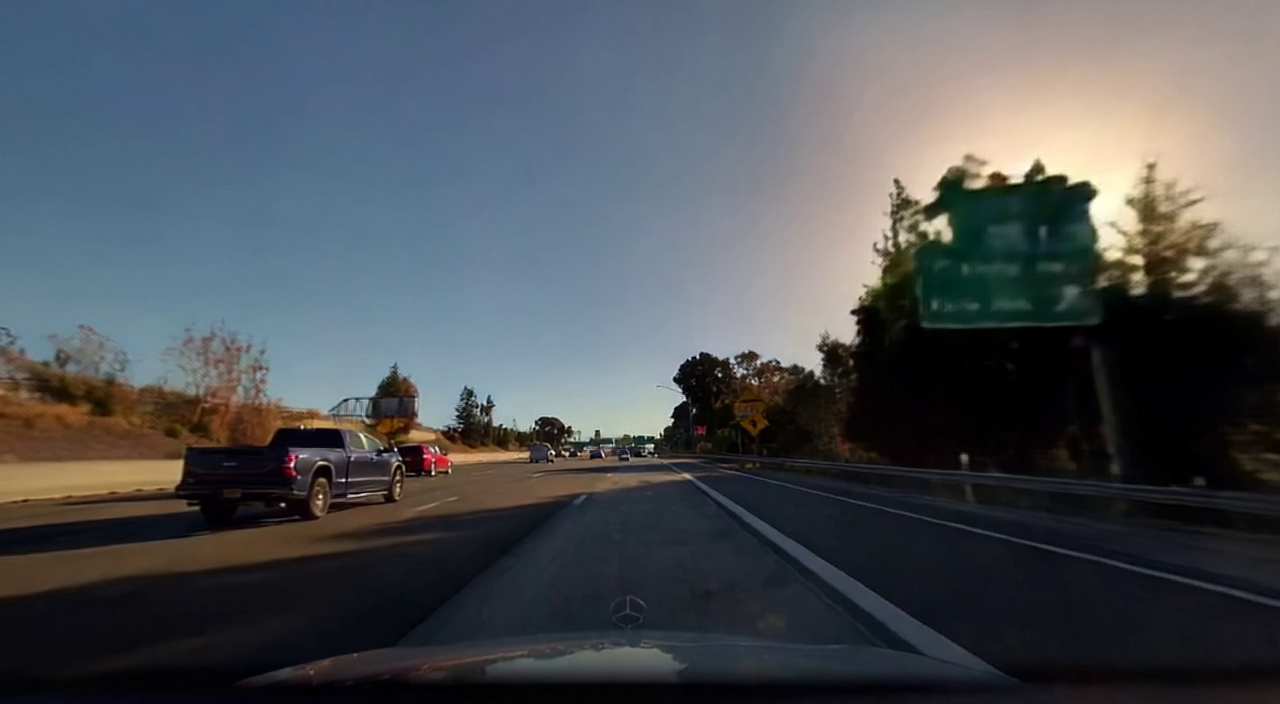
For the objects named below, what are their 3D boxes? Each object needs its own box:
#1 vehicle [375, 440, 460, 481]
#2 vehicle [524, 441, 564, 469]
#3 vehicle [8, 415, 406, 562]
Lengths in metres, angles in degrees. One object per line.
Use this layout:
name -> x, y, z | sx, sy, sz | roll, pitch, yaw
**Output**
vehicle -> -9.796, 4.800, 28.197 | 2.060, 1.662, 4.469 | 0, -8, 1
vehicle -> -6.266, 6.758, 41.555 | 2.009, 1.735, 4.358 | 0, -8, -1
vehicle -> -6.430, 2.112, 10.847 | 2.403, 1.773, 6.276 | 0, -8, 0
